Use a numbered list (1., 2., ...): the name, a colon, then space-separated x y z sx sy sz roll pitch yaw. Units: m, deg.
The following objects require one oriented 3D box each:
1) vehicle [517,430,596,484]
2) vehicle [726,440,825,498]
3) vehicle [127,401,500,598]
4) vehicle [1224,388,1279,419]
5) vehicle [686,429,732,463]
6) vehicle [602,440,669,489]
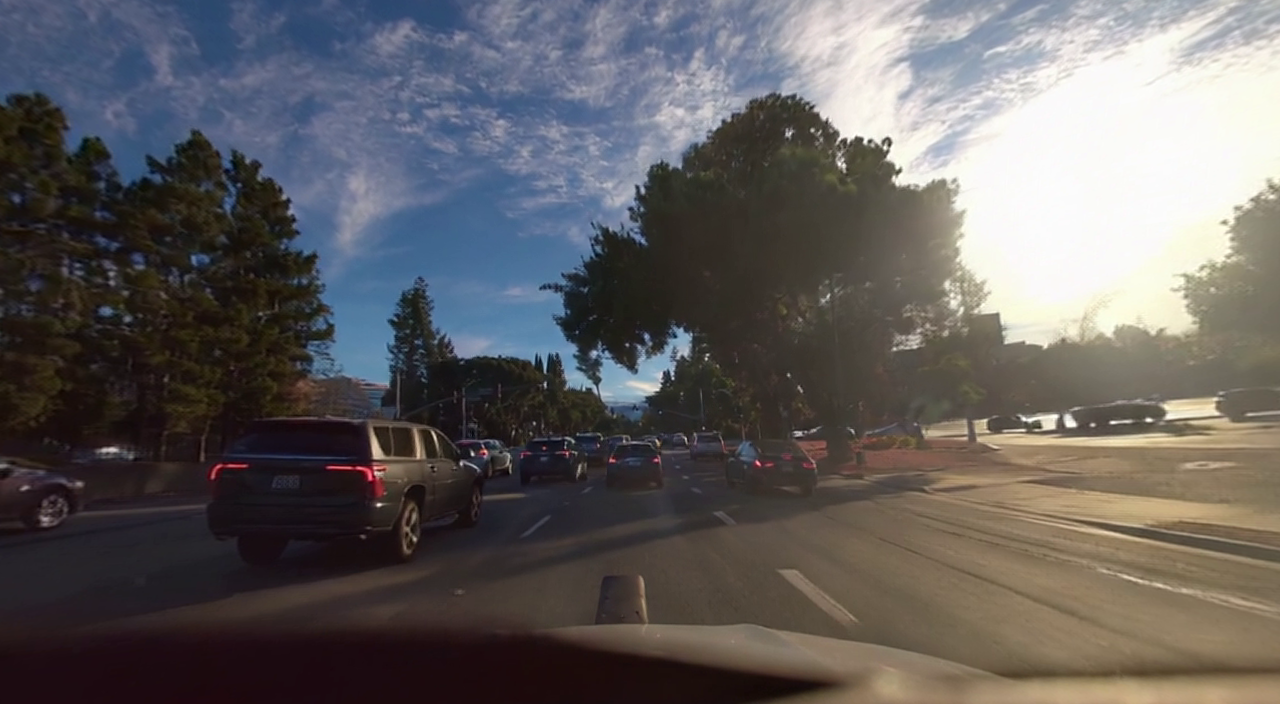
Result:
1. vehicle: -3.006 3.917 23.840 2.218 1.829 4.492 -1 -8 2
2. vehicle: 3.795 3.339 18.471 1.884 1.463 4.195 0 -8 -1
3. vehicle: -3.514 1.707 8.359 2.111 1.745 5.274 0 -8 0
4. vehicle: 44.084 3.627 43.955 5.388 2.023 2.174 1 -8 -12
5. vehicle: 3.930 5.432 36.642 2.099 1.845 4.363 0 -8 -1
6. vehicle: -0.111 3.717 21.261 2.030 1.477 4.330 0 -8 1
